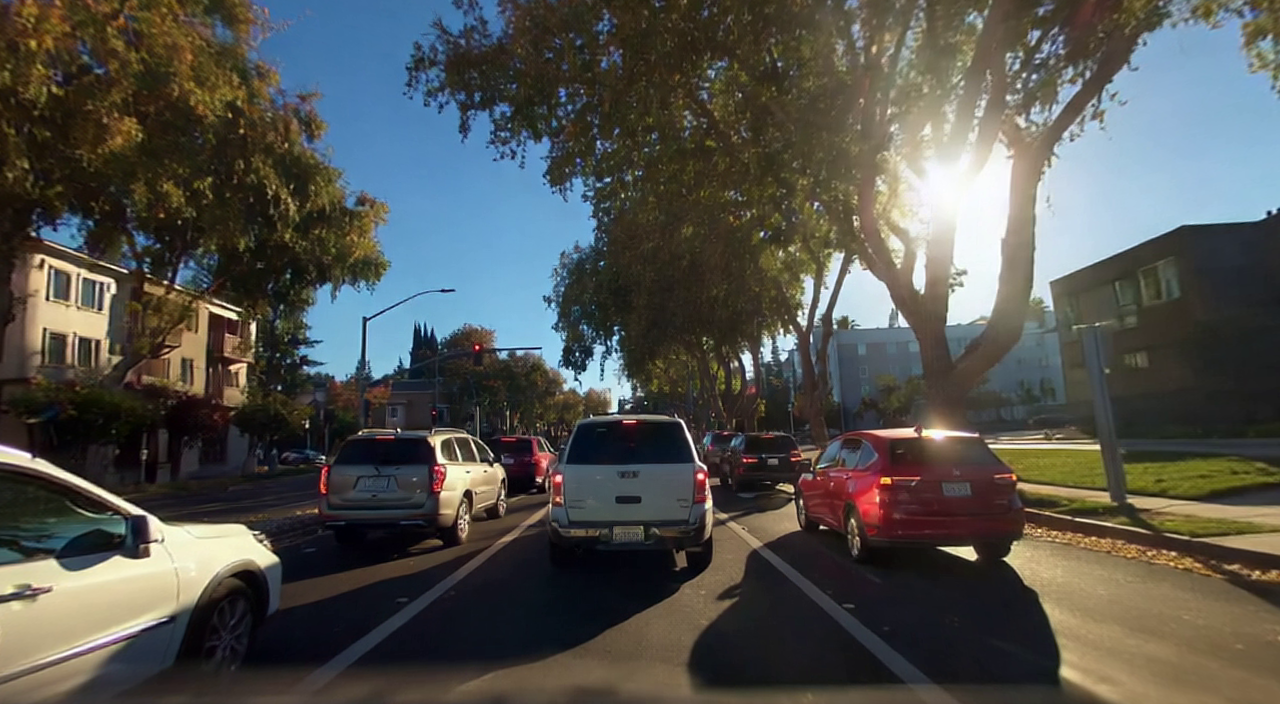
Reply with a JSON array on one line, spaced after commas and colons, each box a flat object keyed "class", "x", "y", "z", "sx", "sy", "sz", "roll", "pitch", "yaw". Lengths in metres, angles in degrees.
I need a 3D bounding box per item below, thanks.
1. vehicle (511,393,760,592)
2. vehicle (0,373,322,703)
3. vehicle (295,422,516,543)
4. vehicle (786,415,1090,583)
[{"class": "vehicle", "x": -0.009, "y": 1.535, "z": 7.653, "sx": 2.193, "sy": 1.744, "sz": 4.033, "roll": 0, "pitch": -8, "yaw": 1}, {"class": "vehicle", "x": -3.788, "y": 0.992, "z": 3.285, "sx": 1.929, "sy": 1.641, "sz": 4.193, "roll": 0, "pitch": -8, "yaw": 2}, {"class": "vehicle", "x": -3.657, "y": 2.110, "z": 10.856, "sx": 2.042, "sy": 1.641, "sz": 4.314, "roll": 0, "pitch": -8, "yaw": 1}, {"class": "vehicle", "x": 3.259, "y": 1.668, "z": 7.862, "sx": 1.922, "sy": 1.579, "sz": 3.642, "roll": 0, "pitch": -8, "yaw": -1}]
